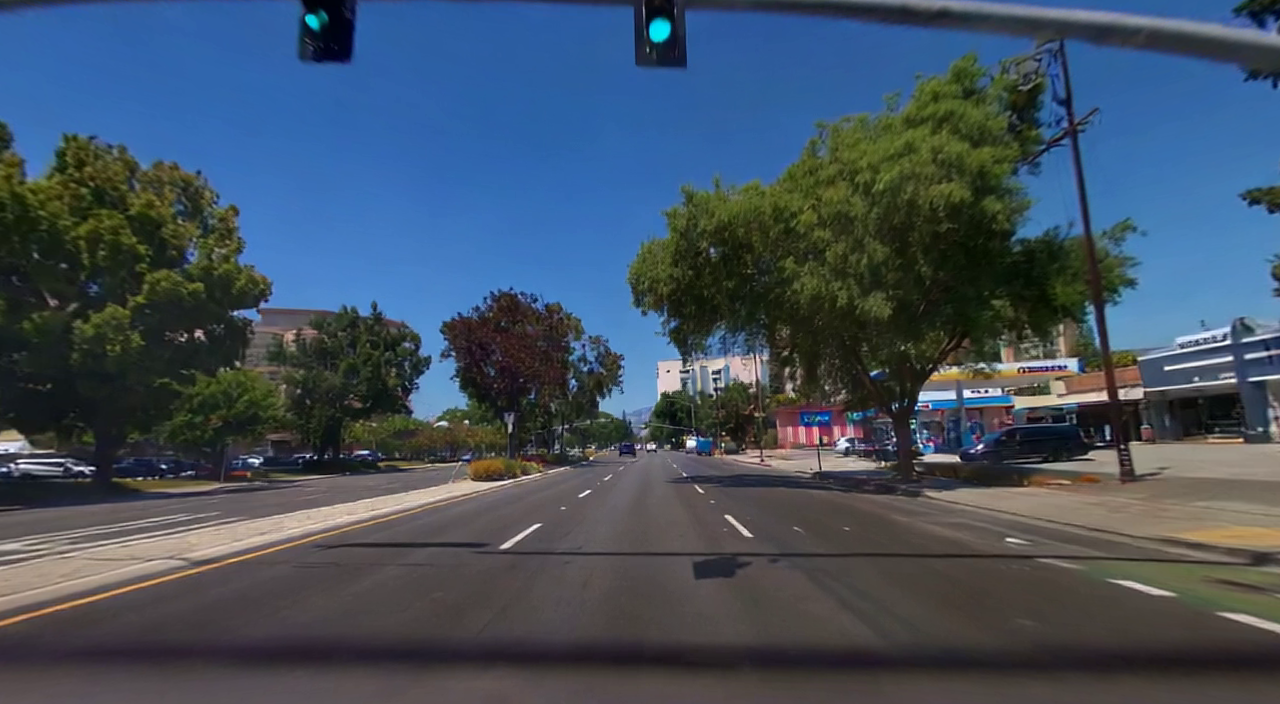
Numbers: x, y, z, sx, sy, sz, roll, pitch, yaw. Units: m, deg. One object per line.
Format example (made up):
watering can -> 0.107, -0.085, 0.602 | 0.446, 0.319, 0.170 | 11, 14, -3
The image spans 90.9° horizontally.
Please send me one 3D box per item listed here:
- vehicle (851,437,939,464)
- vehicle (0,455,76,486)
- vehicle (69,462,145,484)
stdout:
vehicle -> 15.426, 5.952, 38.262 | 4.510, 1.517, 2.035 | 1, -9, -12
vehicle -> -44.876, 8.700, 46.544 | 1.967, 1.945, 4.695 | -4, -8, 2
vehicle -> -39.160, 8.888, 46.421 | 1.784, 1.385, 4.365 | 0, -8, 0
